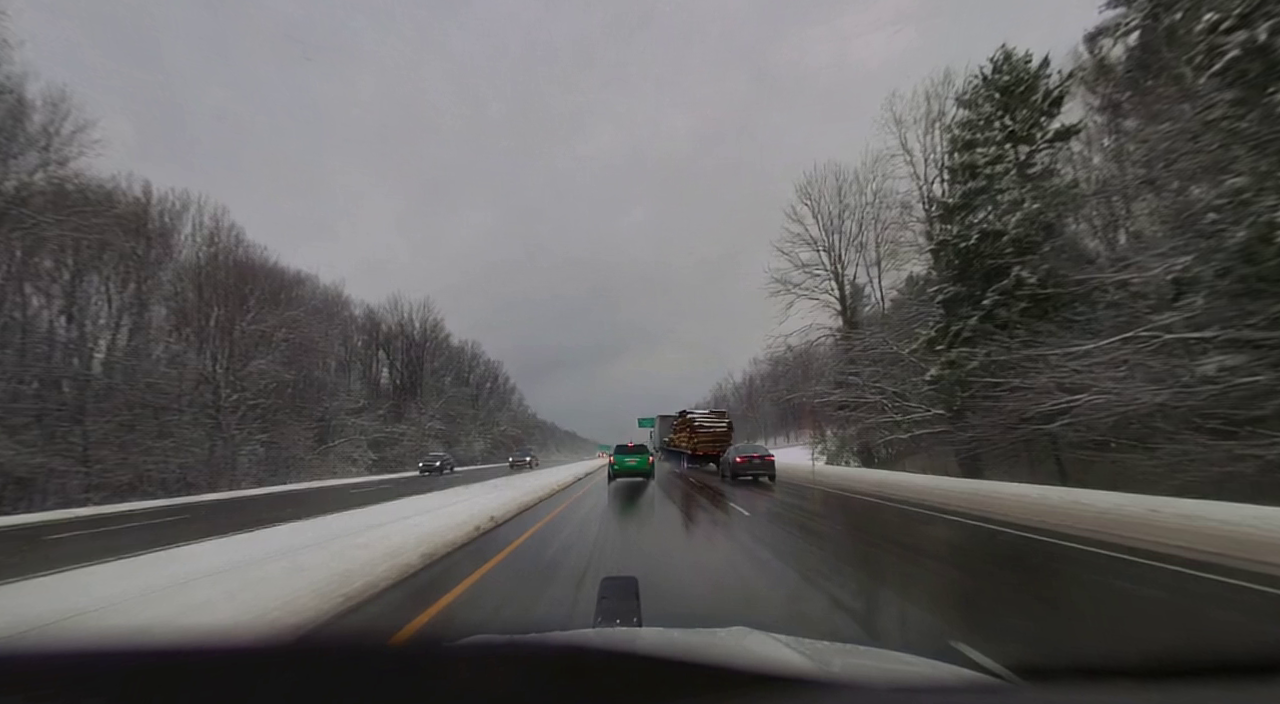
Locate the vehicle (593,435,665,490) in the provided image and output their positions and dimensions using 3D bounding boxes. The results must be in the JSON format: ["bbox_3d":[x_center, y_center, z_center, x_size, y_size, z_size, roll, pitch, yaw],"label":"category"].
[{"bbox_3d":[-0.387,3.795,21.869,2.263,1.699,3.936,0,-9,-1],"label":"vehicle"}]

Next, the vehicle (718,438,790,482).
[{"bbox_3d":[4.612,4.445,26.050,2.057,1.660,4.525,0,-9,-1],"label":"vehicle"}]

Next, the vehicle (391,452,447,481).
[{"bbox_3d":[-13.718,7.098,39.108,1.965,1.625,4.309,0,-9,-1],"label":"vehicle"}]

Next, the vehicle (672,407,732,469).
[{"bbox_3d":[4.224,6.166,44.603,3.125,3.895,8.461,0,-9,-2],"label":"vehicle"}]

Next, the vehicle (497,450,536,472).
[{"bbox_3d":[-9.143,8.089,46.784,1.999,1.498,4.105,-1,-9,1],"label":"vehicle"}]
